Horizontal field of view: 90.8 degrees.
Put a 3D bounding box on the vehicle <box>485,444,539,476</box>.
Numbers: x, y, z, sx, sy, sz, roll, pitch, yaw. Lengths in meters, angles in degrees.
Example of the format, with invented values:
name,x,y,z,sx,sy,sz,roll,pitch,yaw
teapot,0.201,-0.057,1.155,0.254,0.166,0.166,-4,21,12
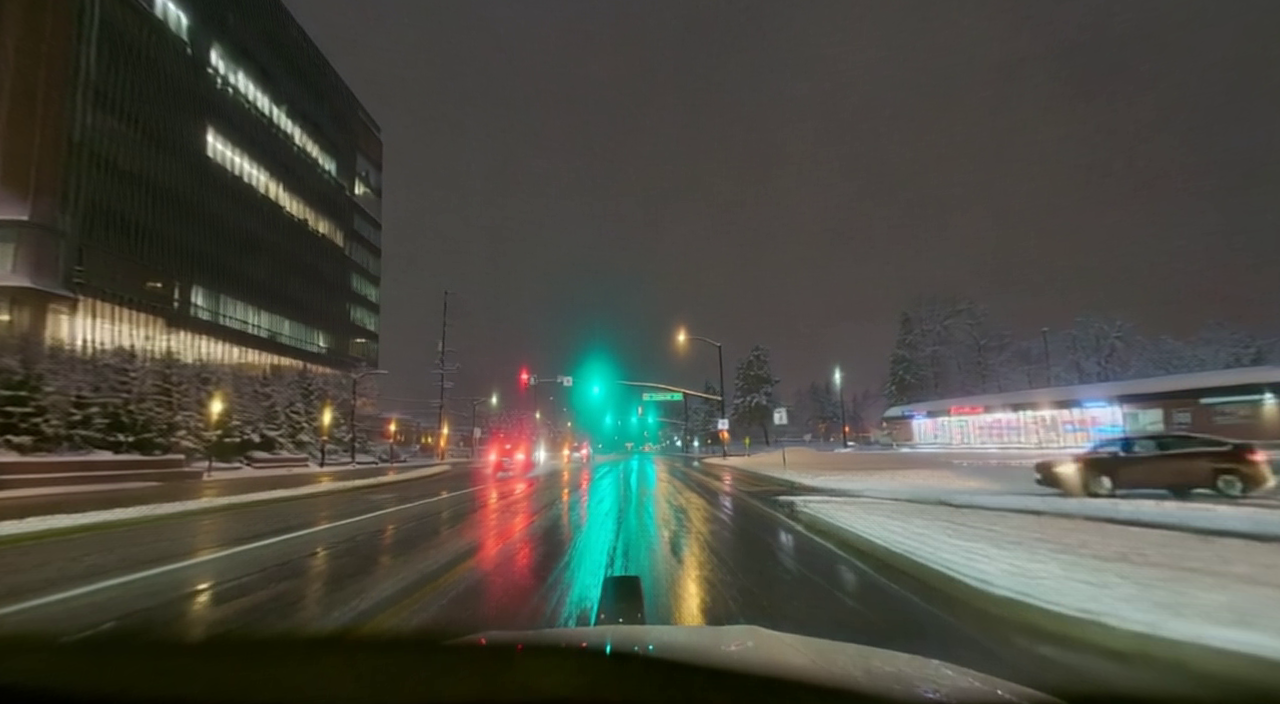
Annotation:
name,x,y,z,sx,sy,sz,roll,pitch,yaw
vehicle,-6.831,5.780,34.087,1.909,1.605,4.561,0,-9,1

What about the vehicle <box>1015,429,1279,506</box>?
name,x,y,z,sx,sy,sz,roll,pitch,yaw
vehicle,11.265,2.531,14.029,4.513,1.541,1.948,-1,-9,6

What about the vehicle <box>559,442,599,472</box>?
name,x,y,z,sx,sy,sz,roll,pitch,yaw
vehicle,-3.747,6.535,39.364,2.052,1.729,4.195,0,-9,1
